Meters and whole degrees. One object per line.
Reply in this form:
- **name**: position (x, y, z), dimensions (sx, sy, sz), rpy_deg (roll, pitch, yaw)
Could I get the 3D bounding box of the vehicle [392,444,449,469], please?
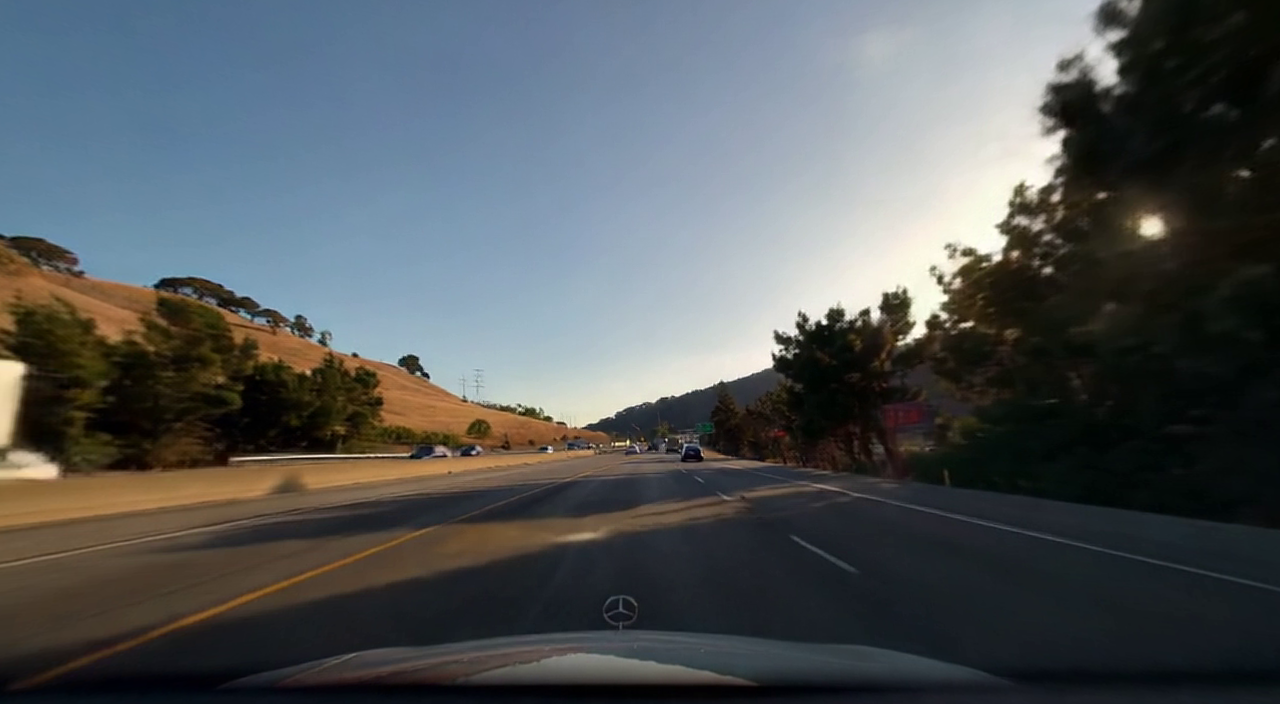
- **vehicle**: position (-15.469, 7.364, 44.616), dimensions (2.074, 1.685, 4.866), rpy_deg (0, -9, 3)
